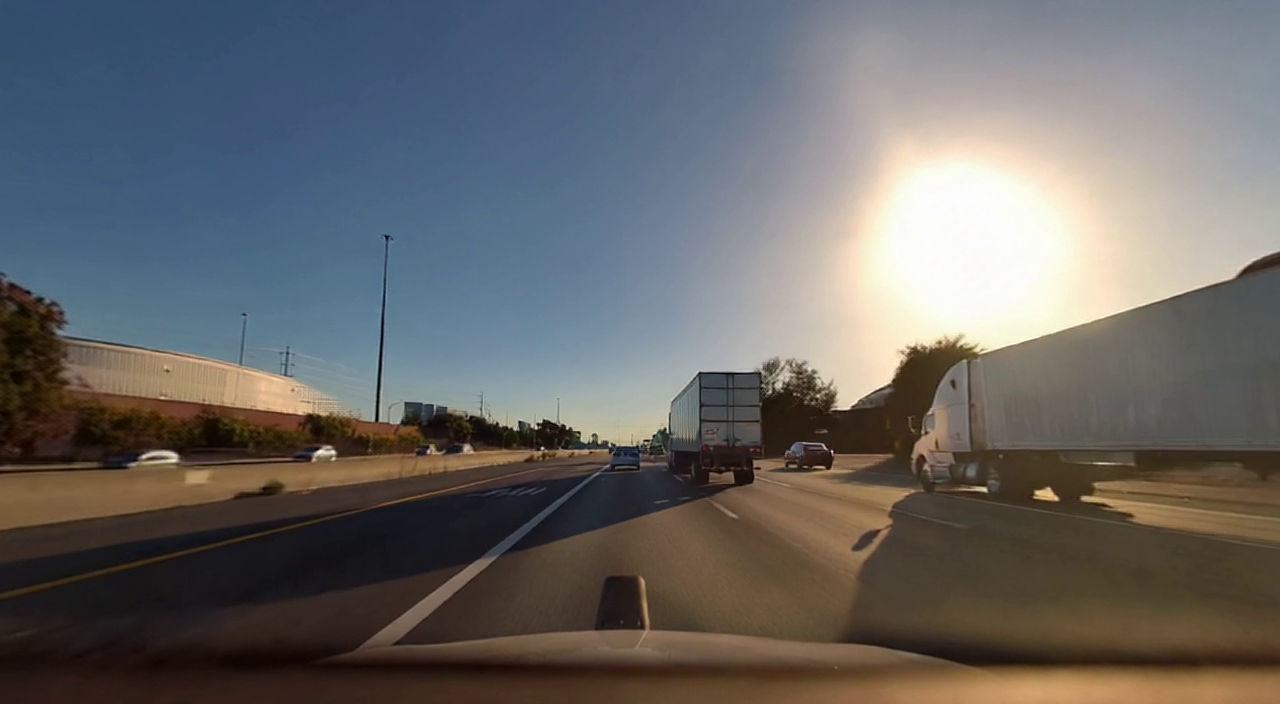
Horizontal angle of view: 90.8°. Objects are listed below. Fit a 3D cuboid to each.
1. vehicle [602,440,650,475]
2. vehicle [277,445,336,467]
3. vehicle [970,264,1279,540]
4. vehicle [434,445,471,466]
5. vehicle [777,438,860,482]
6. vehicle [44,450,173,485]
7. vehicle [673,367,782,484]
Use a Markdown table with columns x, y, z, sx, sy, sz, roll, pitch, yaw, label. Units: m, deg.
| x | y | z | sx | sy | sz | roll | pitch | yaw | label |
| --- | --- | --- | --- | --- | --- | --- | --- | --- | --- |
| -0.665 | 5.087 | 30.591 | 2.163 | 1.551 | 4.180 | 0 | -9 | -1 | vehicle |
| -24.093 | 7.495 | 45.820 | 1.905 | 1.516 | 4.340 | 0 | -9 | 0 | vehicle |
| 11.225 | 0.784 | 9.786 | 2.898 | 4.171 | 17.188 | 0 | -9 | 0 | vehicle |
| -13.269 | 7.300 | 44.851 | 1.543 | 1.408 | 3.505 | 0 | -9 | 0 | vehicle |
| 7.336 | 4.499 | 26.482 | 2.154 | 1.658 | 4.347 | 0 | -9 | -1 | vehicle |
| -24.123 | 5.216 | 28.954 | 1.950 | 1.455 | 4.569 | 0 | -9 | 0 | vehicle |
| 3.376 | 3.387 | 27.759 | 2.999 | 4.127 | 10.526 | 0 | -9 | -2 | vehicle |
